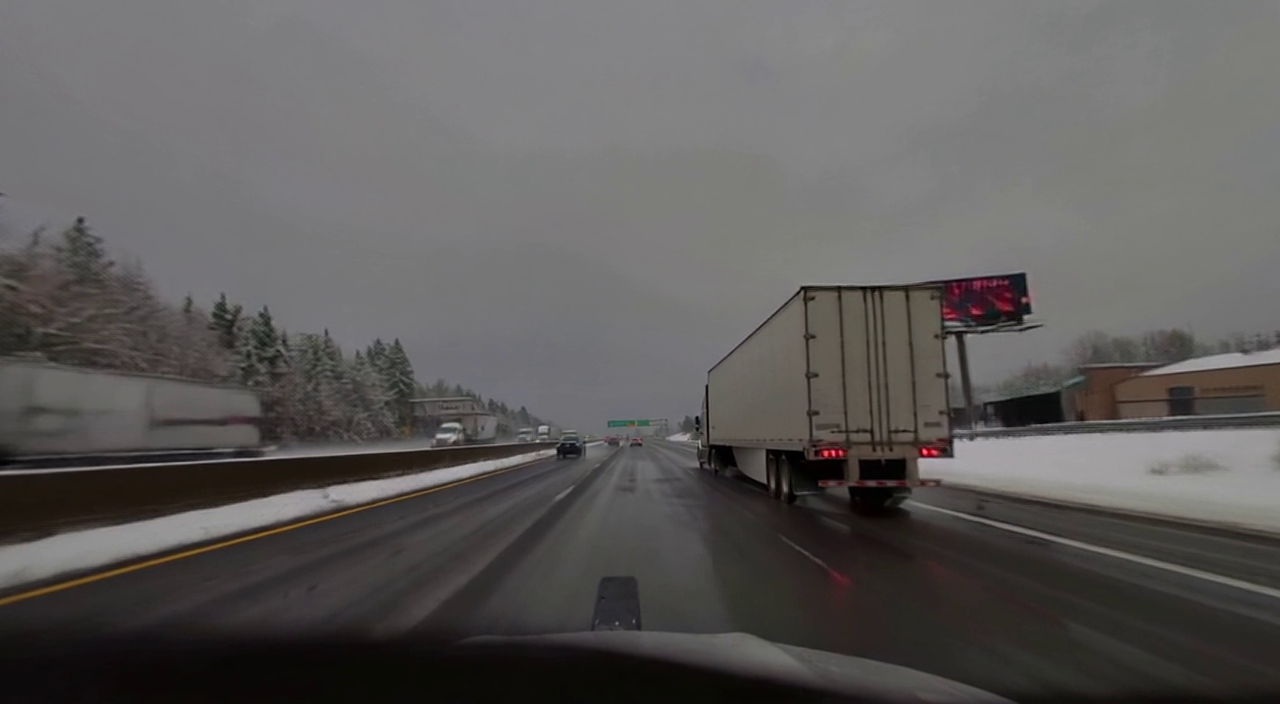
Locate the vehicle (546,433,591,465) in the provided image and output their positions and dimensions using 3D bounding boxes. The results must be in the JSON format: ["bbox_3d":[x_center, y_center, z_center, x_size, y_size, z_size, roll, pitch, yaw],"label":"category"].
[{"bbox_3d":[-3.565,4.886,31.955,1.930,1.484,3.849,0,-8,-1],"label":"vehicle"}]

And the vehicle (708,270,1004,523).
[{"bbox_3d":[3.831,1.378,15.149,2.871,3.815,11.331,0,-8,-1],"label":"vehicle"}]

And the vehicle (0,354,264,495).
[{"bbox_3d":[-20.181,2.917,24.247,2.895,4.107,13.894,0,-8,0],"label":"vehicle"}]
